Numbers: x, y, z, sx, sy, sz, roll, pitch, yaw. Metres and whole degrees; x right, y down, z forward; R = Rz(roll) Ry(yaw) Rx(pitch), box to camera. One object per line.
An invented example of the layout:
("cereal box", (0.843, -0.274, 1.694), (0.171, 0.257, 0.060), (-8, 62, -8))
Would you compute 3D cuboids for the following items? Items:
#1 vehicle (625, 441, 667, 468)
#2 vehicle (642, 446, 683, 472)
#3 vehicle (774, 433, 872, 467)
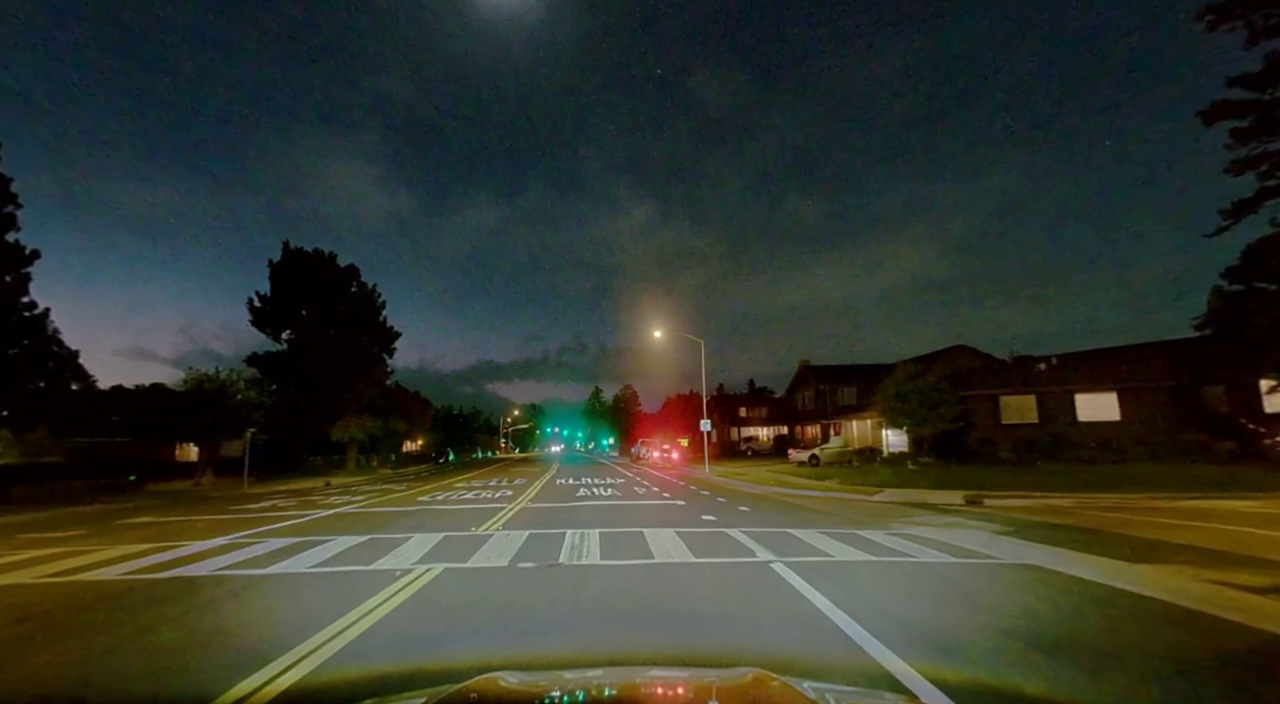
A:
("vehicle", (0.351, 7.506, 46.560), (2.293, 1.858, 5.868), (1, -9, -7))
("vehicle", (1.369, 6.720, 39.908), (1.919, 1.474, 4.370), (1, -9, -7))
("vehicle", (9.485, 5.094, 32.934), (4.492, 1.619, 1.849), (-6, -10, 32))
